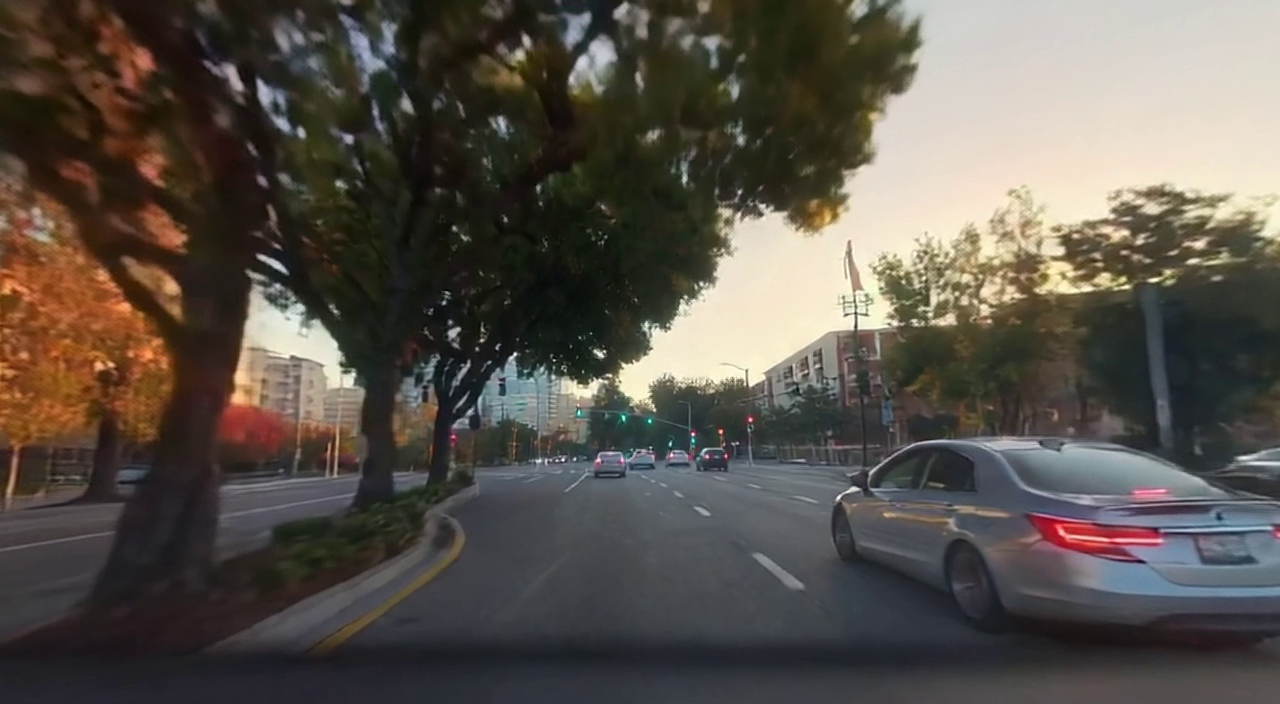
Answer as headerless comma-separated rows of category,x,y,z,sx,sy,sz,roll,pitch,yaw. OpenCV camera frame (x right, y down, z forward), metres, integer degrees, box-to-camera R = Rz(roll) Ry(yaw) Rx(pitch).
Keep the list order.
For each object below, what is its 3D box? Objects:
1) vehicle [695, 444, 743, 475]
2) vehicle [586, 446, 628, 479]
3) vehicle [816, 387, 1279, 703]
vehicle,5.131,7.080,41.801,2.052,1.886,5.297,0,-9,-5
vehicle,-1.798,5.859,33.676,2.101,1.641,4.341,0,-9,-4
vehicle,3.288,1.387,5.742,1.893,1.664,4.670,0,-9,-2
